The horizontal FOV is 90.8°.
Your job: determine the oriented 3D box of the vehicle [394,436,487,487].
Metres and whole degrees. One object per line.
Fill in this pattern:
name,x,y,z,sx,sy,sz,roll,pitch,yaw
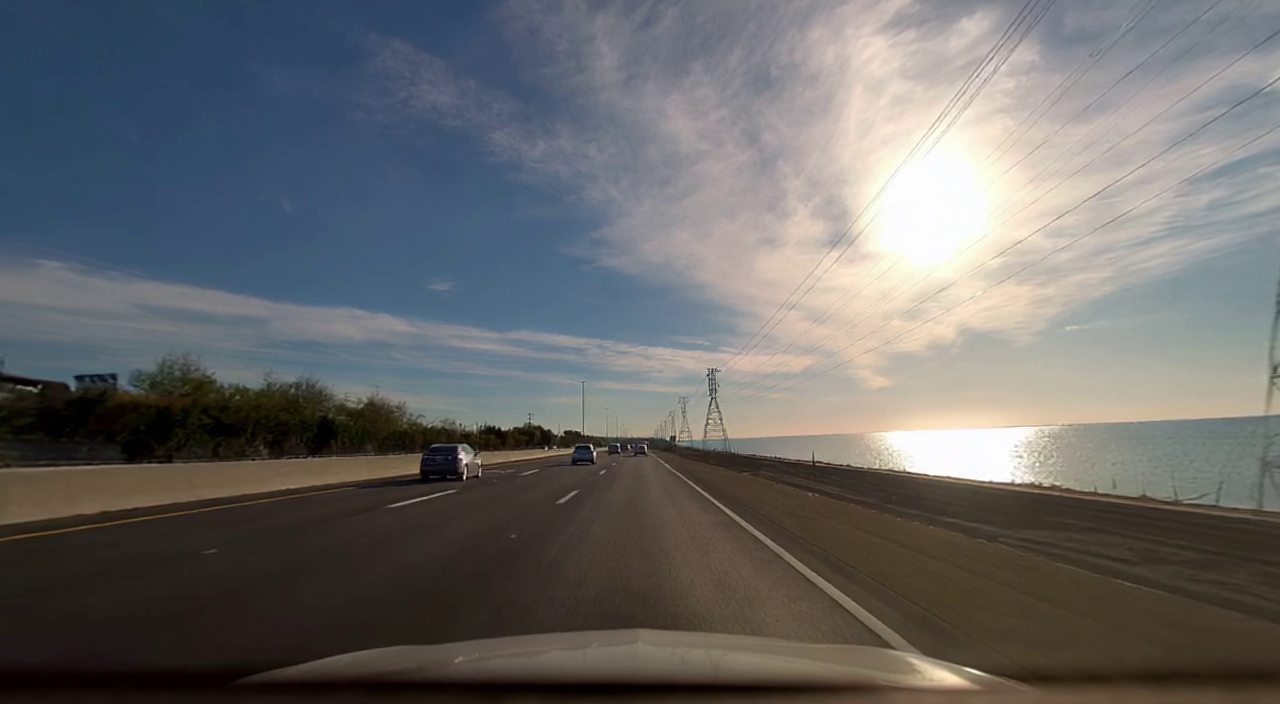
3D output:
vehicle,-7.402,4.090,23.918,2.050,1.717,4.418,0,-8,0

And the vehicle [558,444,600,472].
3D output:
vehicle,-3.491,6.113,36.664,1.957,1.494,4.207,0,-8,1
